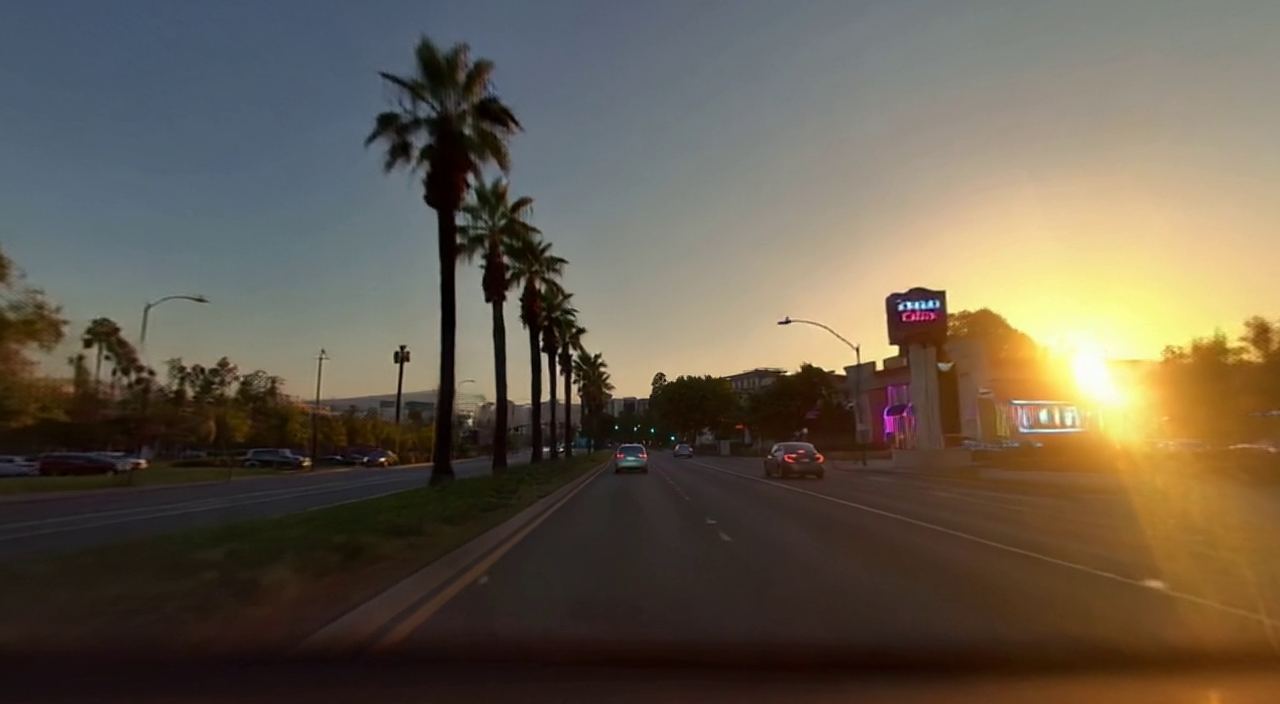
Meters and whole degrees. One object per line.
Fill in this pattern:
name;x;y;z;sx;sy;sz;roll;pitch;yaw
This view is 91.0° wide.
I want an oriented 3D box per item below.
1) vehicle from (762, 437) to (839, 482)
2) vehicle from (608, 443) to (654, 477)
vehicle;6.304;4.247;25.220;1.949;1.647;3.894;0;-8;-2
vehicle;-0.381;4.841;28.531;1.970;1.402;3.756;0;-8;0
